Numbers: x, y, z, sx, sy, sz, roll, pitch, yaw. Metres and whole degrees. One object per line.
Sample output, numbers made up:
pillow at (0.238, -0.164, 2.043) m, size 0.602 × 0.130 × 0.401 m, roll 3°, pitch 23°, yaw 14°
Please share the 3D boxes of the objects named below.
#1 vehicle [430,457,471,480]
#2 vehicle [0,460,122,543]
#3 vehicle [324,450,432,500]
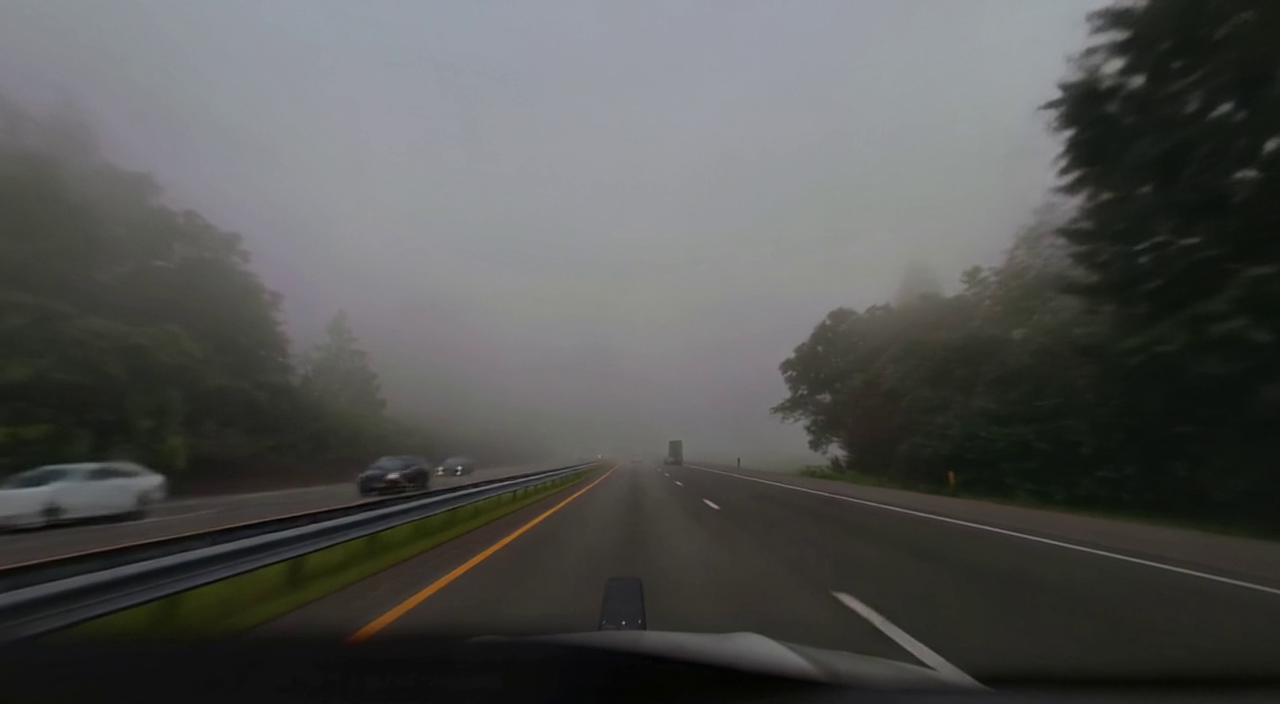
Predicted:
vehicle at (-13.312, 8.148, 44.405) m, size 1.720 × 1.497 × 3.857 m, roll 0°, pitch -9°, yaw 0°
vehicle at (-13.006, 2.879, 12.183) m, size 1.988 × 1.501 × 4.676 m, roll 0°, pitch -9°, yaw 0°
vehicle at (-9.264, 4.358, 22.756) m, size 1.949 × 1.626 × 4.479 m, roll 0°, pitch -9°, yaw 0°
